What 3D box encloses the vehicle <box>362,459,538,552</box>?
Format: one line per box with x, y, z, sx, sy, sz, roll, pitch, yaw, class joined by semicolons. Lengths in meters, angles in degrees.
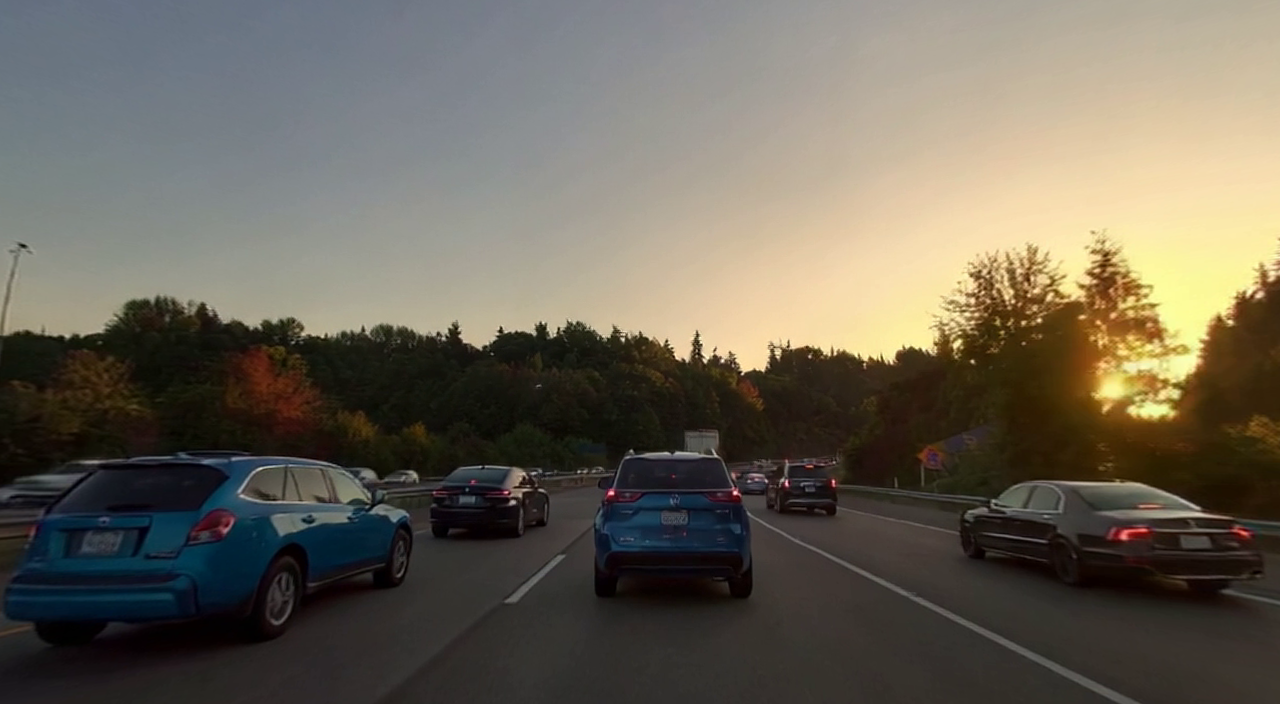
-3.559;2.997;12.878;1.960;1.502;4.593;0;-11;3;vehicle

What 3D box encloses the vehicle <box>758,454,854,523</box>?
5.054;4.217;19.840;1.984;1.876;4.287;0;-11;2;vehicle

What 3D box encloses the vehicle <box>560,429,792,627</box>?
0.341;1.958;7.770;2.057;1.725;4.126;1;-11;0;vehicle

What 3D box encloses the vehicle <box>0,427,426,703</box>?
-3.785;1.624;5.833;1.994;1.556;4.263;0;-11;1;vehicle

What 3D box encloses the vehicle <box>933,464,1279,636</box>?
5.578;2.126;7.685;1.919;1.437;4.436;1;-11;1;vehicle
